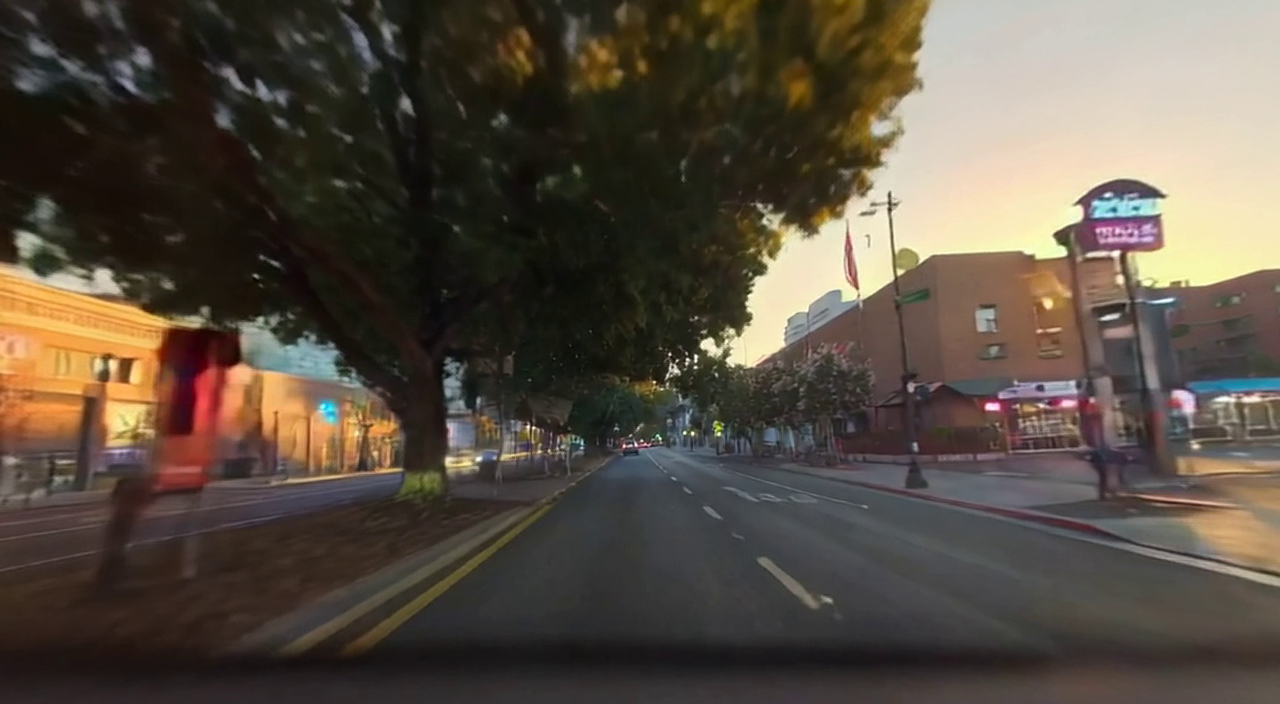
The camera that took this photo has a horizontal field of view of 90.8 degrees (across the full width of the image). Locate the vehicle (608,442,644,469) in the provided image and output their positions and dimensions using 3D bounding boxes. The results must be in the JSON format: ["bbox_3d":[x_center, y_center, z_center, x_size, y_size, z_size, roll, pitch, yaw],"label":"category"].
[{"bbox_3d":[-0.875,6.201,37.914,2.045,1.510,3.690,0,-9,-2],"label":"vehicle"}]

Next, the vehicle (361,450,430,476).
[{"bbox_3d":[-15.921,7.264,41.514,2.098,1.524,5.102,-1,-9,6],"label":"vehicle"}]

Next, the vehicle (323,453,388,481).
[{"bbox_3d":[-16.135,6.528,36.081,1.792,1.413,4.452,0,-9,-2],"label":"vehicle"}]
